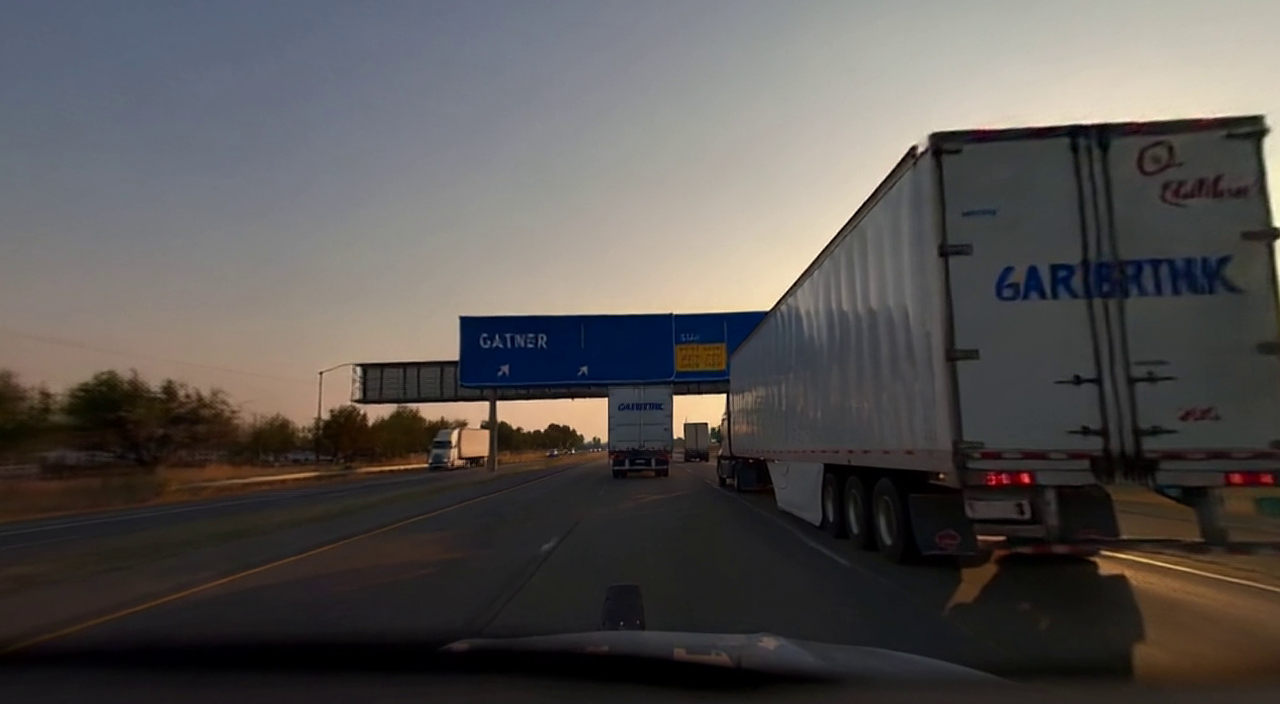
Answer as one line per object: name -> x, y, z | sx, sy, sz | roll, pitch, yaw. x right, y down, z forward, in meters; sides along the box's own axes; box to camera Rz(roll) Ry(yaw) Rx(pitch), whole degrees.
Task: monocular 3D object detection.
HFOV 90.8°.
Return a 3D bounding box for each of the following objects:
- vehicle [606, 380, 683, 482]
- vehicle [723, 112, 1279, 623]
vehicle -> 0.187, 3.706, 28.602 | 2.864, 3.805, 9.709 | 0, -9, 0
vehicle -> 4.189, 1.096, 12.231 | 3.044, 4.128, 14.482 | 0, -9, -1
